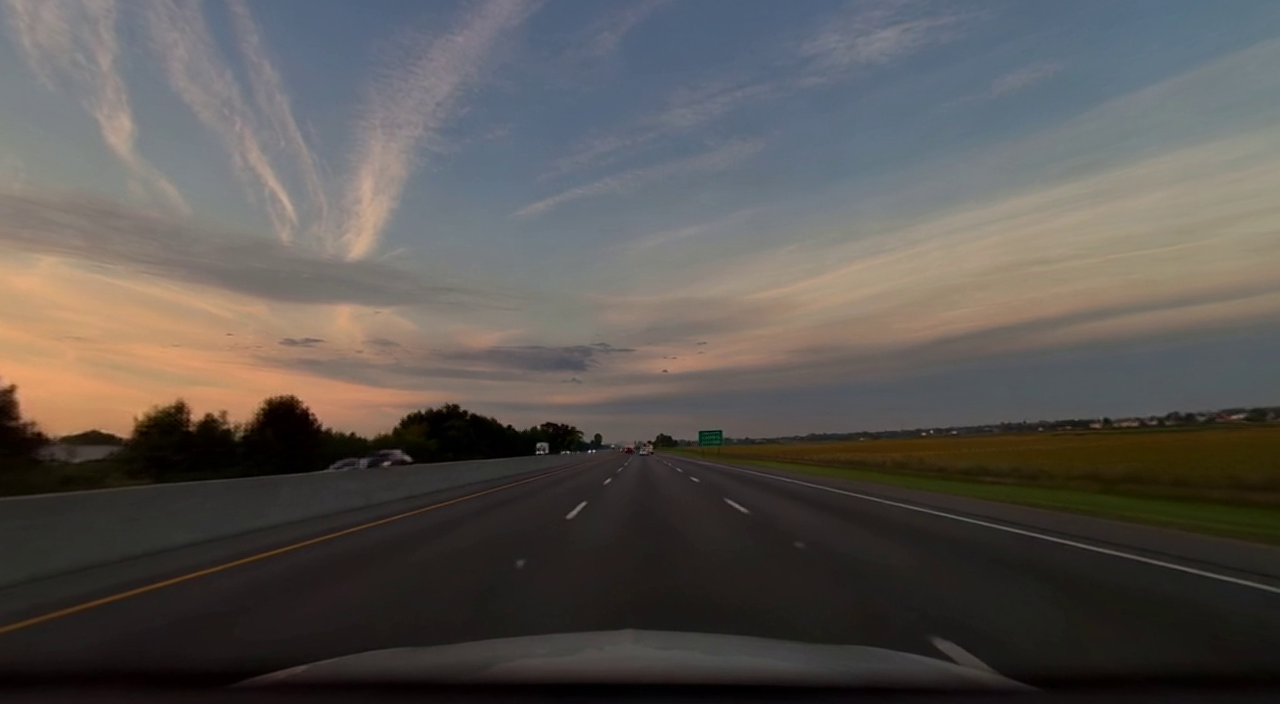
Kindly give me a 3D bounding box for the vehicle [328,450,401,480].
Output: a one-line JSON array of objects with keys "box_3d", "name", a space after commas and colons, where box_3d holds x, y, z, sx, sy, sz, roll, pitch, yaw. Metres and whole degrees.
[{"box_3d": [-15.068, 6.183, 34.753, 1.910, 1.495, 4.456, 0, -9, 1], "name": "vehicle"}]
